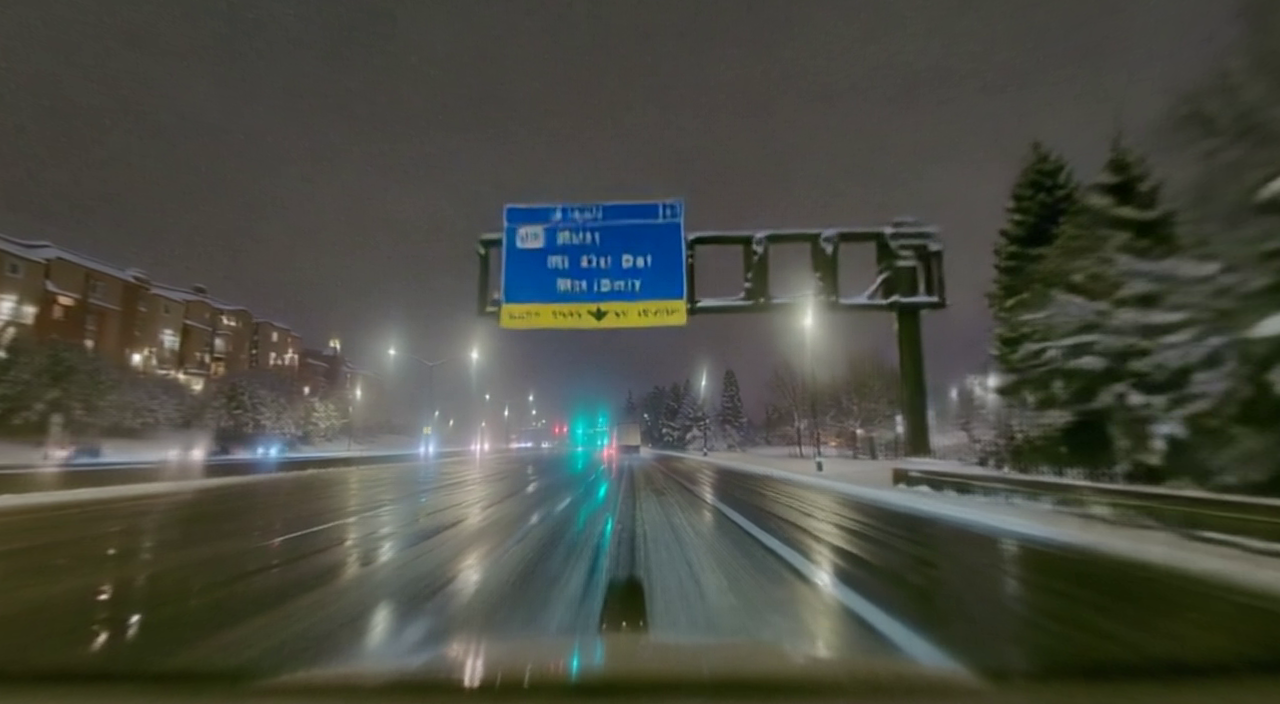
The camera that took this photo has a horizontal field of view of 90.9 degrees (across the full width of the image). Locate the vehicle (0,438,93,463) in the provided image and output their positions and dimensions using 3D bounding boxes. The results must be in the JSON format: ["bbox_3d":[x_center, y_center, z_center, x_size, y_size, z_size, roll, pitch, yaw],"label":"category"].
[{"bbox_3d":[-40.354,6.702,43.048,1.858,1.574,4.642,0,-8,-1],"label":"vehicle"}]

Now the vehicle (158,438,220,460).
[{"bbox_3d":[-33.750,7.281,47.354,1.797,1.518,3.946,0,-8,-1],"label":"vehicle"}]
